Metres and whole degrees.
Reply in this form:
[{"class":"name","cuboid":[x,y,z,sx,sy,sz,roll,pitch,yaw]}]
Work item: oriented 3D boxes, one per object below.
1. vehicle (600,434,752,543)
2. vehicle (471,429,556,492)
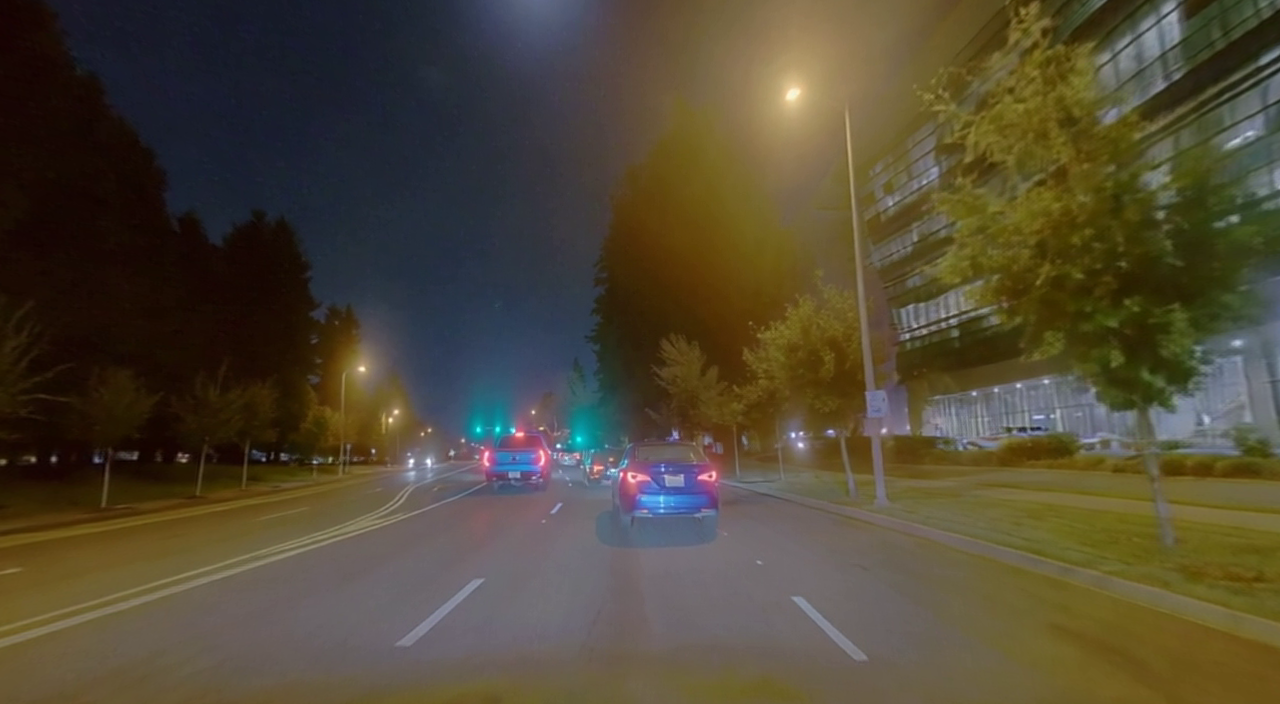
[{"class":"vehicle","cuboid":[0.387,2.251,11.047,2.142,1.528,4.133,1,-9,-4]},{"class":"vehicle","cuboid":[-4.482,3.952,23.296,2.512,1.992,5.725,1,-9,-6]}]
